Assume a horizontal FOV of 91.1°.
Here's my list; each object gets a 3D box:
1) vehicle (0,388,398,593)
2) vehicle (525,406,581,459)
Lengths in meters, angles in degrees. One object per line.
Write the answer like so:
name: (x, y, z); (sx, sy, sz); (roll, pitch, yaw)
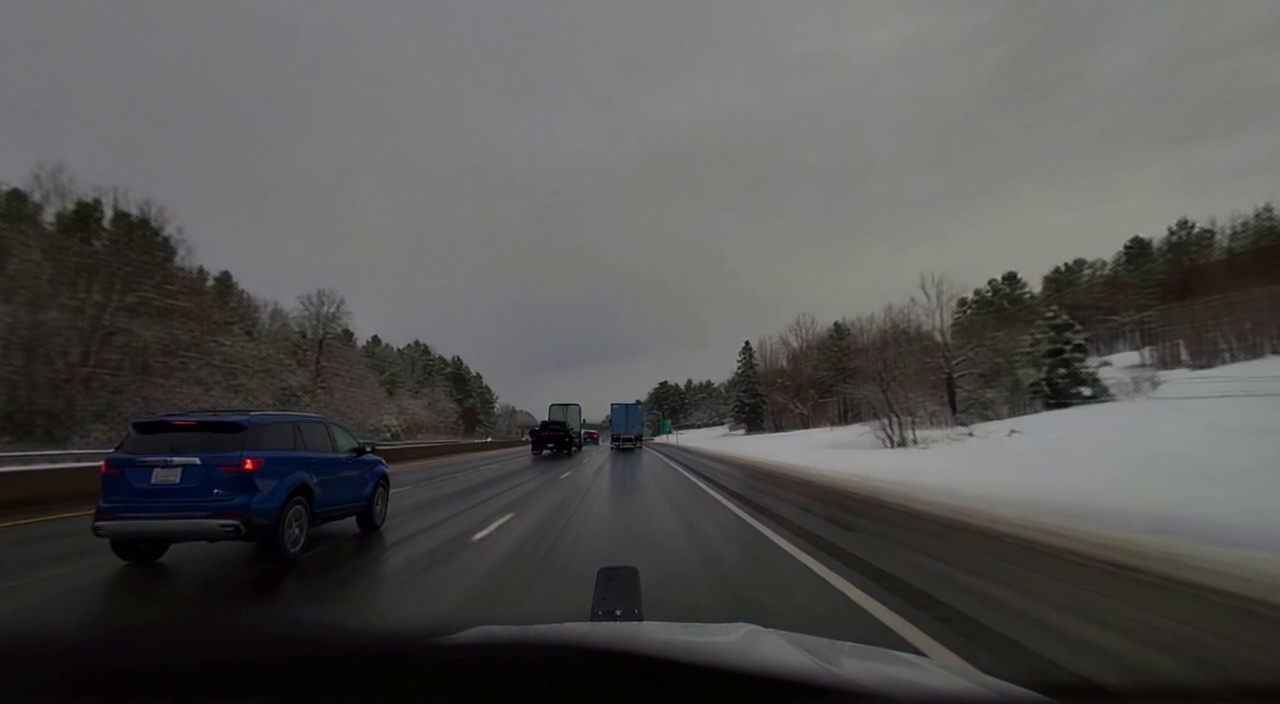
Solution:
vehicle: (-4.785, 1.437, 7.471); (2.089, 1.669, 4.515); (0, -8, -1)
vehicle: (-4.773, 4.570, 35.478); (2.383, 2.726, 5.677); (0, -8, -1)
